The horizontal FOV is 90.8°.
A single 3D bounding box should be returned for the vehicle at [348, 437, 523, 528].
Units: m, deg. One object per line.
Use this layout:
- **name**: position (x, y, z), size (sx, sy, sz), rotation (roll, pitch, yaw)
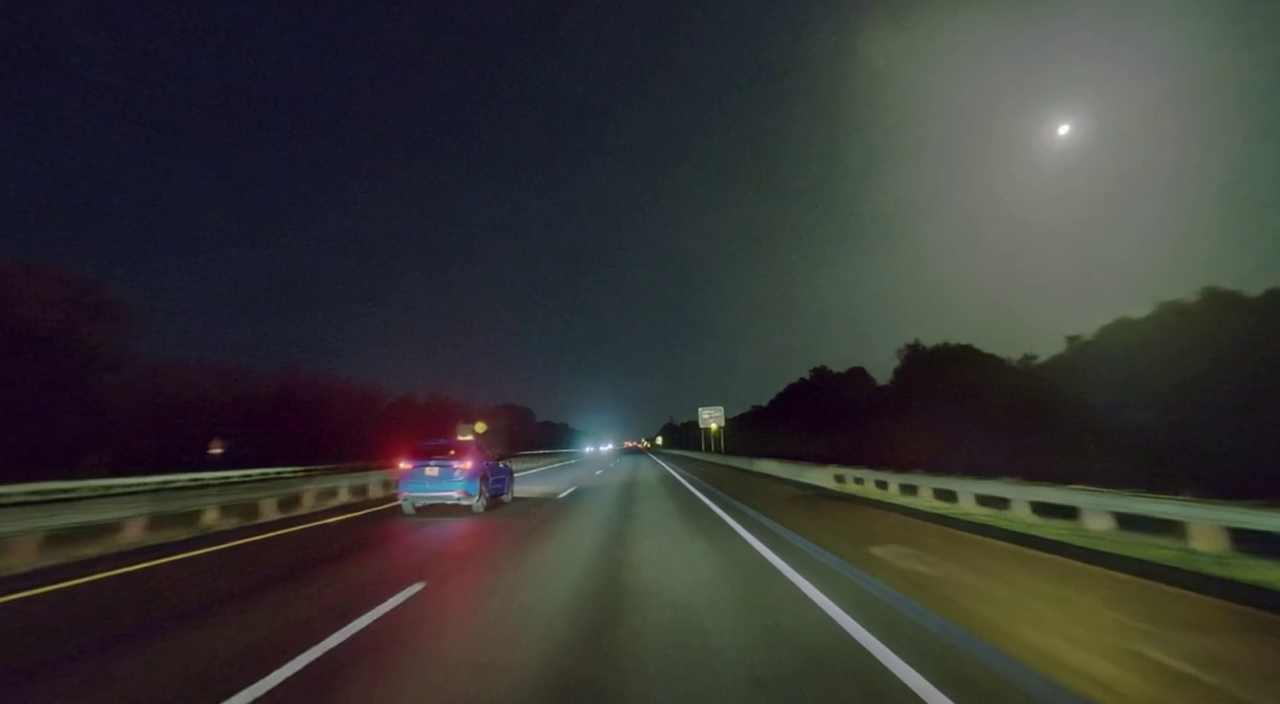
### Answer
- **vehicle**: position (-3.989, 2.625, 13.304), size (2.118, 1.562, 4.541), rotation (-1, -9, 1)
